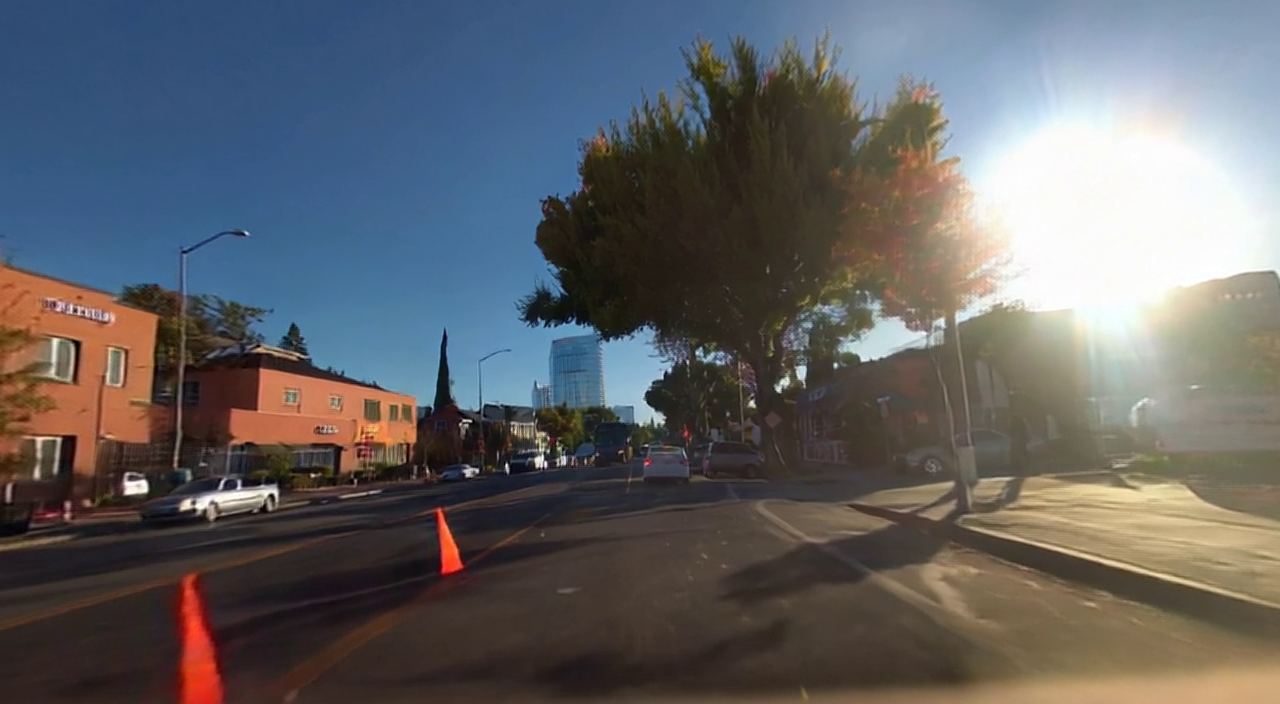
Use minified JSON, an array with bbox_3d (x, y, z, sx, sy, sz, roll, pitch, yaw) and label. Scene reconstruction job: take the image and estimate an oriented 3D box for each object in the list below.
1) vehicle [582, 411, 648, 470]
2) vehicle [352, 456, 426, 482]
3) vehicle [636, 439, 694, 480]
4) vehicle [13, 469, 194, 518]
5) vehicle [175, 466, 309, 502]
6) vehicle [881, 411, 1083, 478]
[{"bbox_3d":[-1.304,5.813,41.368,2.977,3.271,12.748,-1,-8,4],"label":"vehicle"},{"bbox_3d":[-17.777,8.261,44.773,4.397,1.698,1.932,-1,-8,7],"label":"vehicle"},{"bbox_3d":[1.004,4.362,25.948,2.159,1.506,4.086,0,-8,2],"label":"vehicle"},{"bbox_3d":[-19.526,5.152,23.178,4.696,1.513,2.243,-1,-8,3],"label":"vehicle"},{"bbox_3d":[-18.574,6.146,29.637,4.952,1.510,2.115,-1,-8,5],"label":"vehicle"},{"bbox_3d":[10.342,2.842,19.463,4.859,1.914,2.333,0,-8,-1],"label":"vehicle"}]
